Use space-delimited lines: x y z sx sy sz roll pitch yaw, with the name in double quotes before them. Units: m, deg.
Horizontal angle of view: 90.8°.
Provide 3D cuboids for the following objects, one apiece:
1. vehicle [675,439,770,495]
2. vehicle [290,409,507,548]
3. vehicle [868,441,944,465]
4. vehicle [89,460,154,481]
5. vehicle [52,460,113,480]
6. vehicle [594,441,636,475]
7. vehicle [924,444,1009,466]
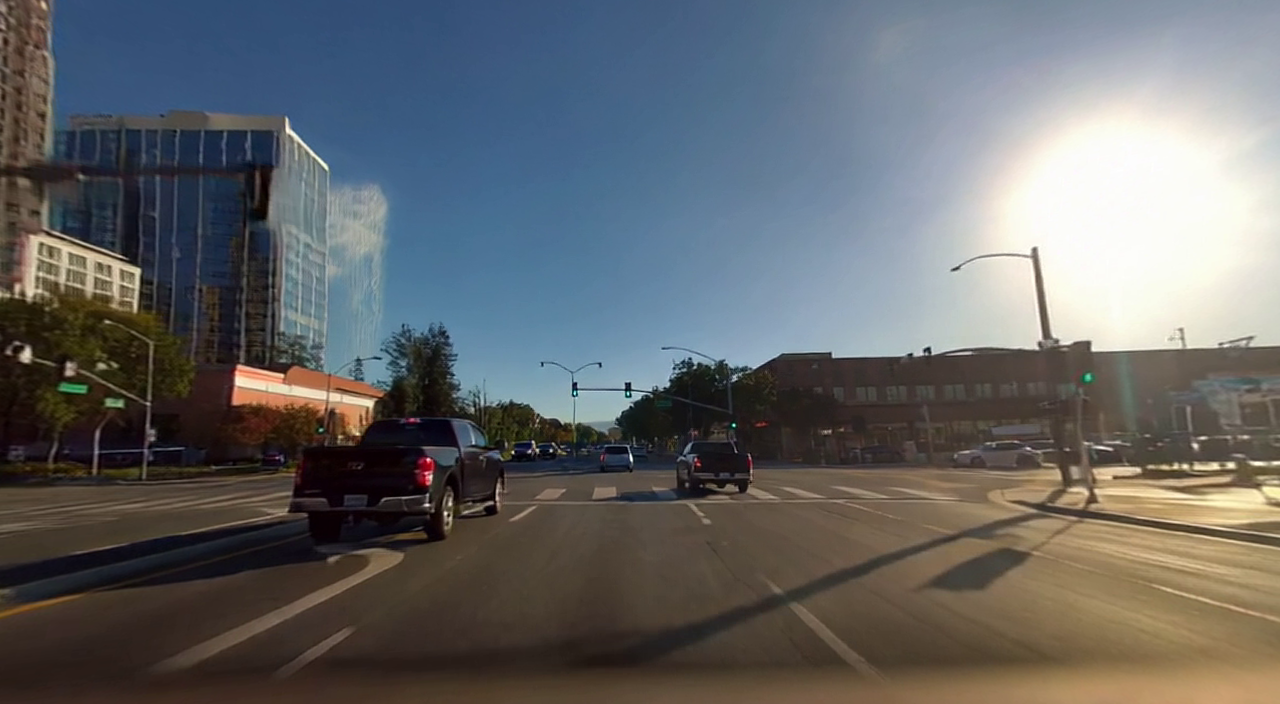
"vehicle" 2.362 3.455 19.350 2.061 1.487 4.462 1 -9 -4
"vehicle" -3.967 2.189 11.718 2.195 1.905 5.634 1 -9 -5
"vehicle" 20.582 7.820 48.975 4.950 1.760 2.213 1 -9 -10
"vehicle" -40.281 9.178 49.191 1.802 1.447 4.432 1 -9 -8
"vehicle" -42.724 9.019 48.492 1.593 1.399 3.698 1 -8 -7
"vehicle" -1.324 5.406 32.440 2.029 1.605 3.827 1 -9 -4
"vehicle" 21.990 6.940 42.624 4.789 1.455 1.986 2 -9 -10
